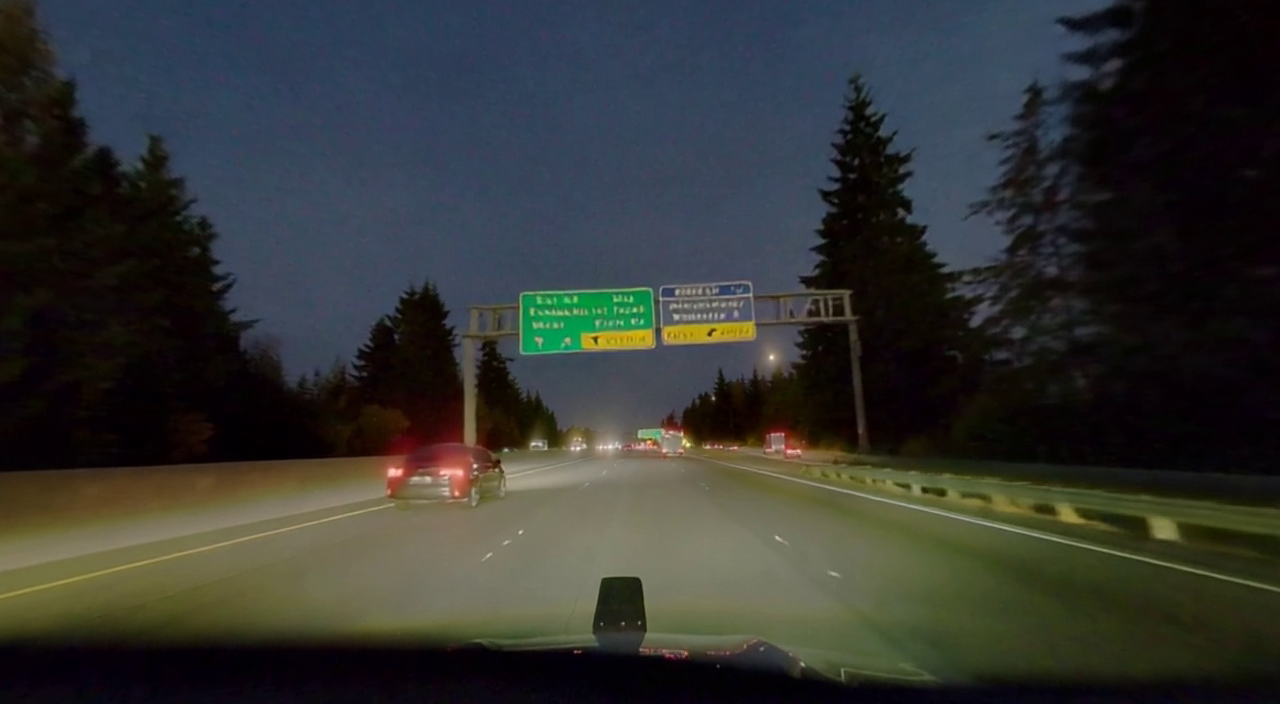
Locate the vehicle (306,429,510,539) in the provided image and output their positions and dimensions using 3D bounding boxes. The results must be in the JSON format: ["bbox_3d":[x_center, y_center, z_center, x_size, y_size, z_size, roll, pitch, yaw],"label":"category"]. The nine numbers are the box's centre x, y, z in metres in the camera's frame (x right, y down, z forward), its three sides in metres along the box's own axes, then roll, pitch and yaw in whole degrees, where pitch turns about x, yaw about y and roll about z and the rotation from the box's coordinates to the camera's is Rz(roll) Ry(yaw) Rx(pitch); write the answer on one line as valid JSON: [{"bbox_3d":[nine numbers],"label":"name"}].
[{"bbox_3d":[-3.732,2.193,11.082,1.936,1.545,4.116,0,-9,1],"label":"vehicle"}]
